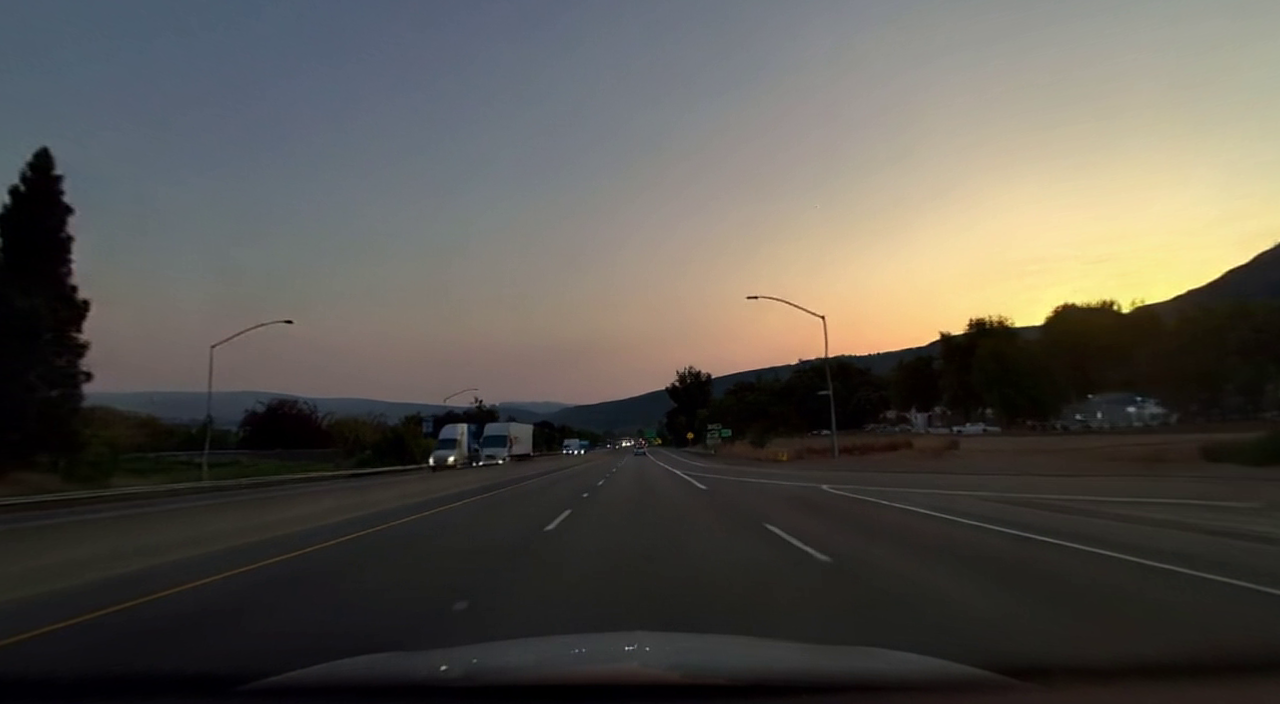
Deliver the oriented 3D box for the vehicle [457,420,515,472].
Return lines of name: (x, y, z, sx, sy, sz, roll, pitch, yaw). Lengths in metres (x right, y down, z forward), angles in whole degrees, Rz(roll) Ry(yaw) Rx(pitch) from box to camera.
vehicle: (-11.961, 7.410, 49.231, 2.993, 3.759, 5.901, 0, -9, 0)
